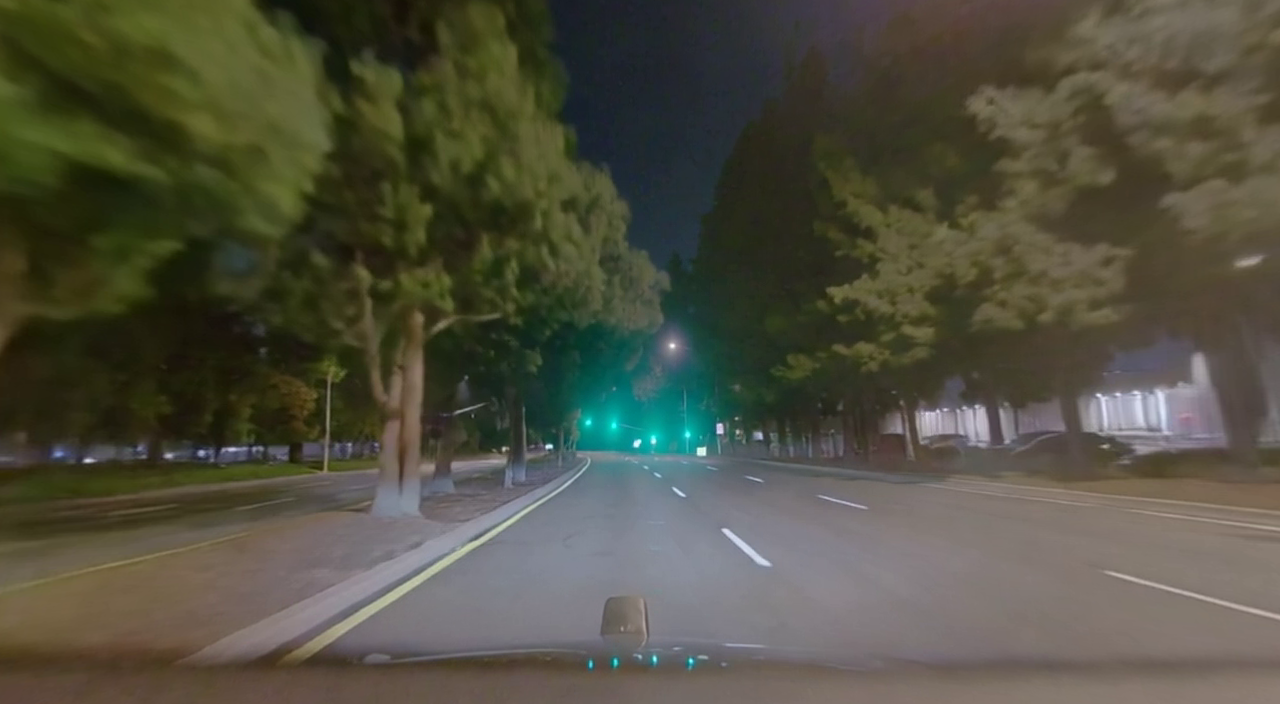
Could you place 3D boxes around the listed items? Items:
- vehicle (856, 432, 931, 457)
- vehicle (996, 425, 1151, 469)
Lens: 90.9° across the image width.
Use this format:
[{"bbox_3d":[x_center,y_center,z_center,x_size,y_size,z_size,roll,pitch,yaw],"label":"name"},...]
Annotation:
[{"bbox_3d":[17.691,6.487,44.198,2.084,1.675,4.966,3,-9,-18],"label":"vehicle"},{"bbox_3d":[17.053,3.764,24.982,4.510,1.667,2.247,0,-8,-3],"label":"vehicle"}]
